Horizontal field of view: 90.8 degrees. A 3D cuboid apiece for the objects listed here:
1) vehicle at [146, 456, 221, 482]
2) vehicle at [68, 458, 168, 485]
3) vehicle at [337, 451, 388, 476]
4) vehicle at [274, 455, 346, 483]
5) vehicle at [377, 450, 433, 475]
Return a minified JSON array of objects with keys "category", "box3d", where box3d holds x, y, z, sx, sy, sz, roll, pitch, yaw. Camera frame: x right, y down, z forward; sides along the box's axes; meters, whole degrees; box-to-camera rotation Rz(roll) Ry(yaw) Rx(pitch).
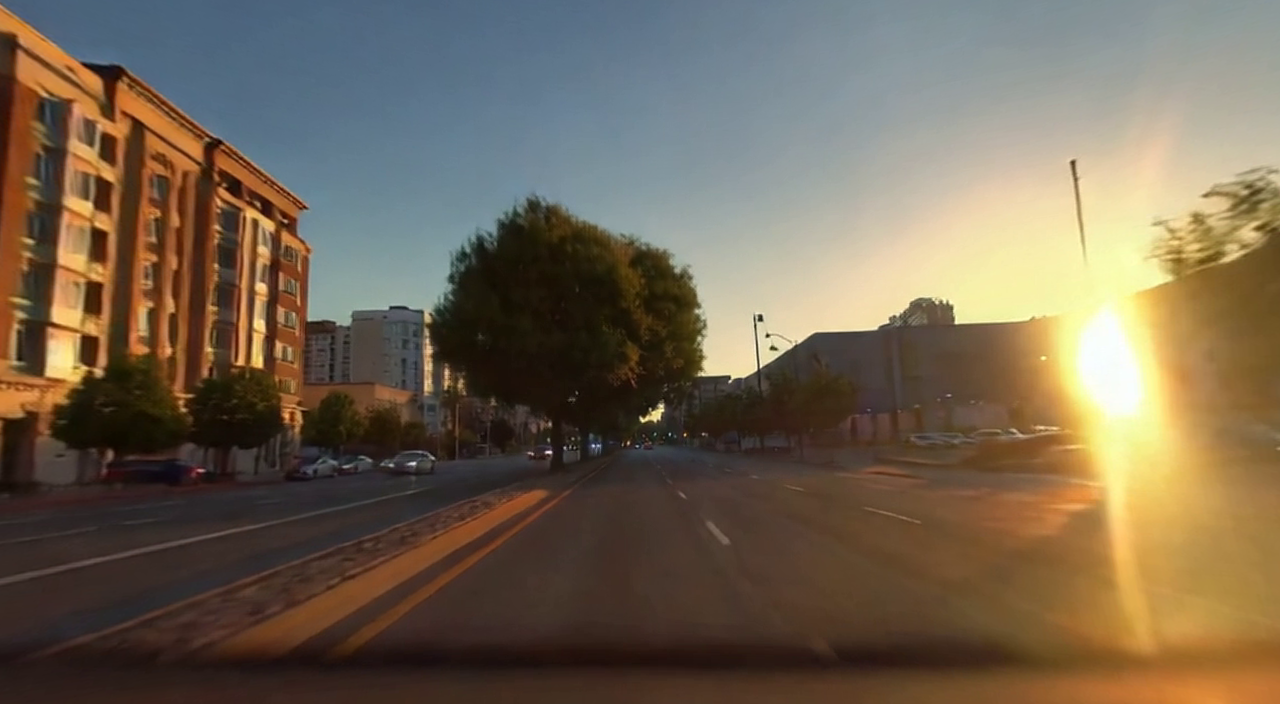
[{"category":"vehicle","box3d":[-29.860,7.644,41.370,3.637,1.430,1.636,-2,-8,-1]},{"category":"vehicle","box3d":[-30.265,6.910,36.692,4.126,1.455,1.791,0,-9,-2]},{"category":"vehicle","box3d":[-19.925,8.013,45.538,1.815,1.629,4.123,0,-8,-1]},{"category":"vehicle","box3d":[-19.820,7.037,38.177,1.856,1.479,4.554,-1,-8,1]},{"category":"vehicle","box3d":[-15.744,7.394,42.604,1.963,1.500,4.700,-1,-8,1]}]
